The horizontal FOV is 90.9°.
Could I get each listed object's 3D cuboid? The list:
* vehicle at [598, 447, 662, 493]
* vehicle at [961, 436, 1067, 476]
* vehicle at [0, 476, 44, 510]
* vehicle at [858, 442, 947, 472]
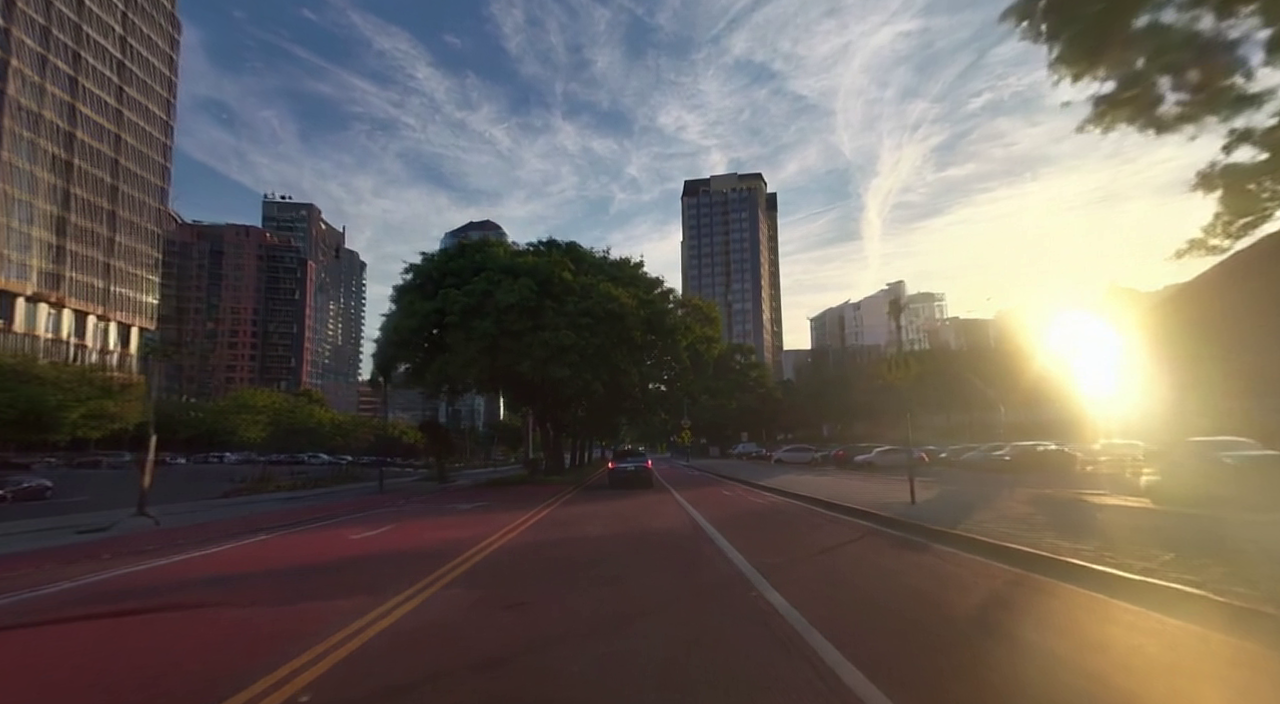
[{"bbox_3d":[-0.383,4.121,22.429,2.063,1.442,4.135,0,-9,-2],"label":"vehicle"},{"bbox_3d":[15.181,4.247,25.844,1.913,1.470,3.714,0,-9,-3],"label":"vehicle"},{"bbox_3d":[-32.565,7.303,32.802,1.970,1.476,3.940,7,-12,-41],"label":"vehicle"},{"bbox_3d":[14.335,5.722,34.614,4.003,1.476,1.884,-2,-8,2],"label":"vehicle"}]
